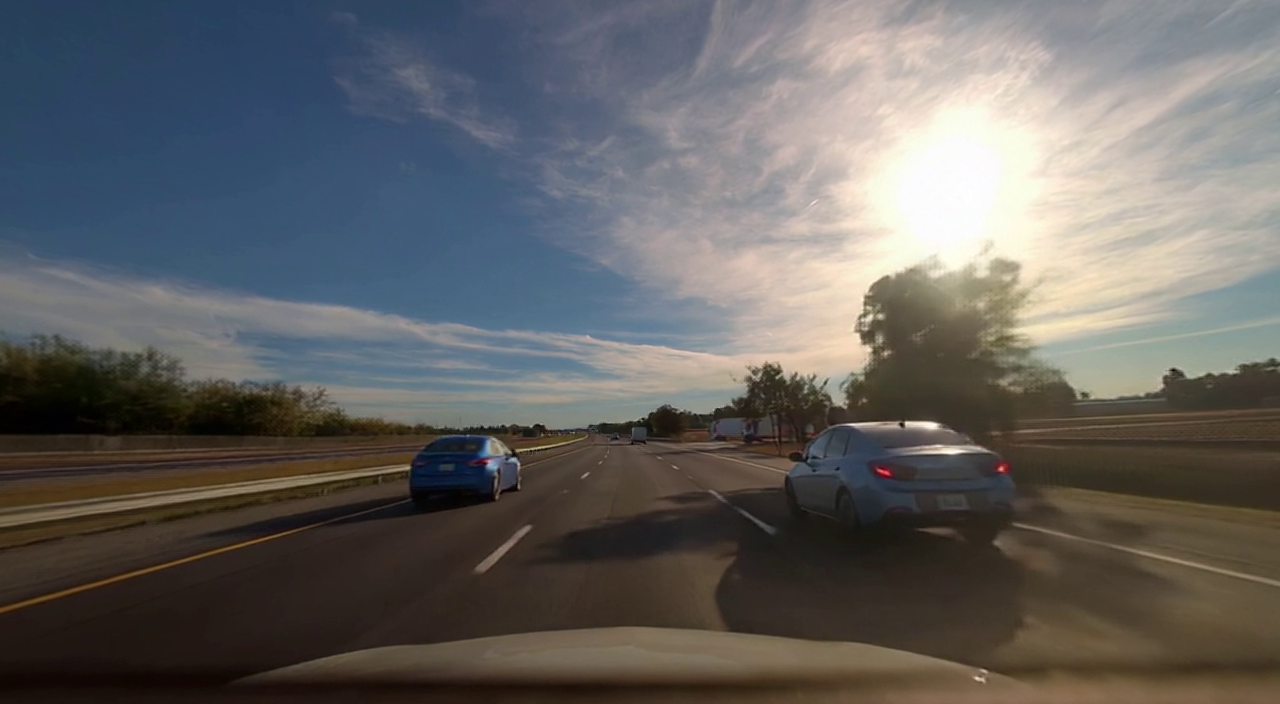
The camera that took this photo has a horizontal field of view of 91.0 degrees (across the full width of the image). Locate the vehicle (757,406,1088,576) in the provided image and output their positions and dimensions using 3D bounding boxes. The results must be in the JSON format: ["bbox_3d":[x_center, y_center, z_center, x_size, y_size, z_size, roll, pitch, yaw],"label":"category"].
[{"bbox_3d":[3.217,1.676,8.408,2.349,1.651,4.161,0,-8,-2],"label":"vehicle"}]

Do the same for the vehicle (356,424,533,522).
[{"bbox_3d":[-3.629,2.338,12.735,2.206,1.604,4.374,0,-8,0],"label":"vehicle"}]
